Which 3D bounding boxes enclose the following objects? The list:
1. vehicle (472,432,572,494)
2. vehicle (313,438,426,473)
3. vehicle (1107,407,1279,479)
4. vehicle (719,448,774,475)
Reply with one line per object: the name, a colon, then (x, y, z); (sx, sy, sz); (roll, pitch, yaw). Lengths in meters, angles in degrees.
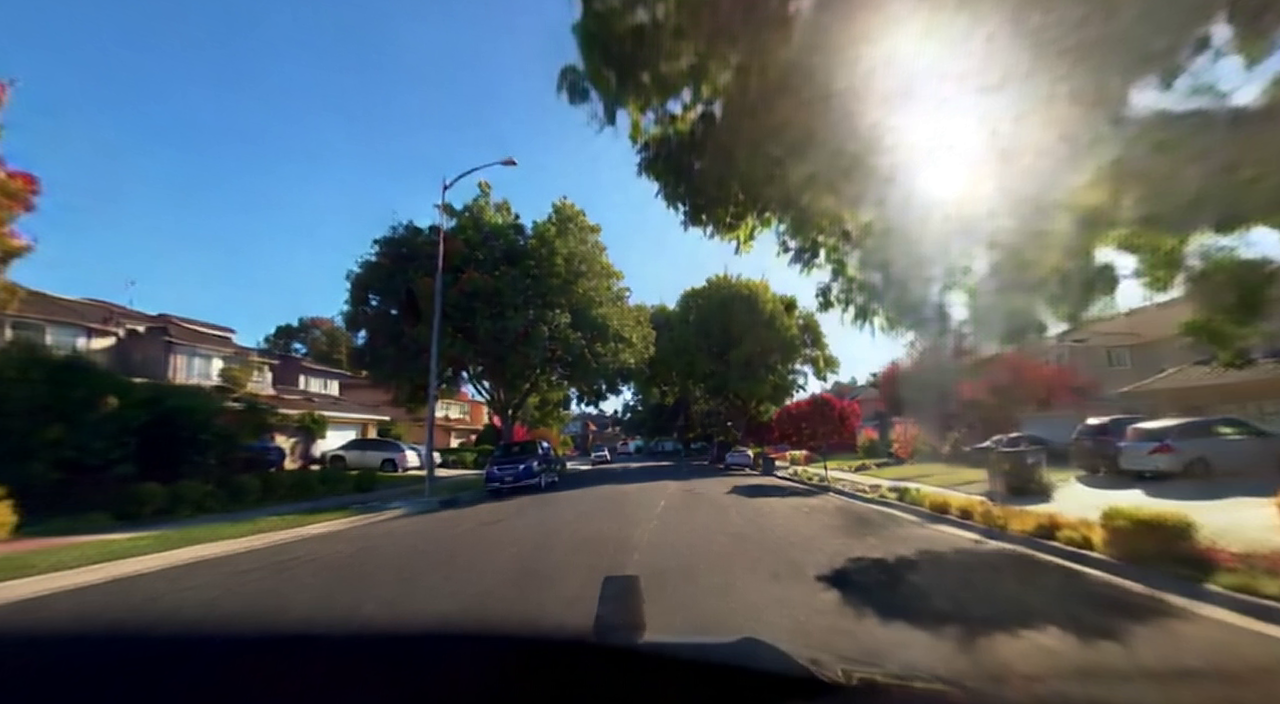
vehicle: (-3.857, 3.685, 21.664); (2.215, 1.859, 4.765); (0, -8, 4)
vehicle: (-11.782, 4.521, 27.832); (4.376, 1.458, 2.046); (3, -8, -19)
vehicle: (14.939, 2.355, 16.425); (4.384, 1.688, 1.956); (2, -8, -13)
vehicle: (6.097, 6.357, 36.834); (1.984, 1.437, 4.726); (1, -9, -5)
